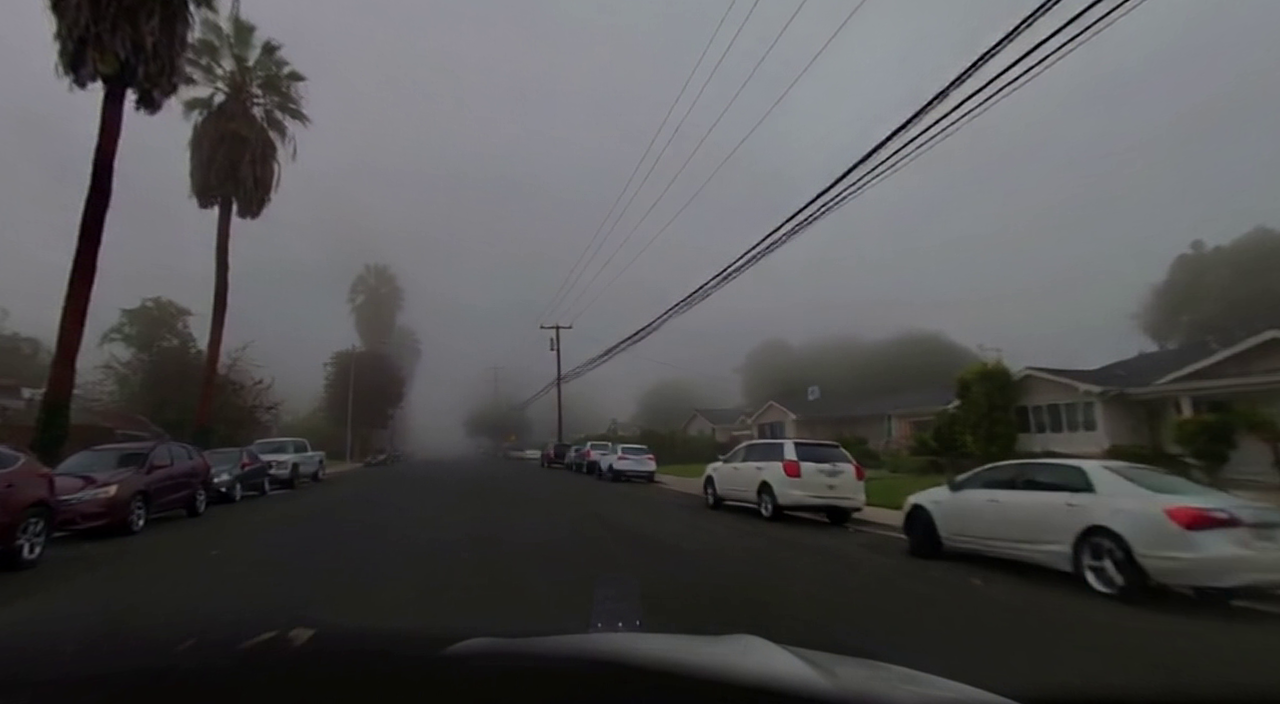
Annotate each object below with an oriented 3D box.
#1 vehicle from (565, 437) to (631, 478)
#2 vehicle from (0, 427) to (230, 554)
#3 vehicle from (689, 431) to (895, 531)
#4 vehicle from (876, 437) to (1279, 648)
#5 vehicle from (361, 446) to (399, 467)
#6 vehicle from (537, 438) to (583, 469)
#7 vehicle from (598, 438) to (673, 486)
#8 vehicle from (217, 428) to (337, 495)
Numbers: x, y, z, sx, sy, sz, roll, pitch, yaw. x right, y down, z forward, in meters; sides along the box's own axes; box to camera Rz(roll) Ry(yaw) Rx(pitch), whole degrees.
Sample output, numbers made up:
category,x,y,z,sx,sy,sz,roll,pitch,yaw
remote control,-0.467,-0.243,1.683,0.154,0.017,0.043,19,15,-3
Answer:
category,x,y,z,sx,sy,sz,roll,pitch,yaw
vehicle,-2.067,4.949,30.041,1.922,1.761,4.633,3,-9,-19
vehicle,-9.019,2.233,11.092,1.919,1.678,4.385,-1,-7,-17
vehicle,2.777,2.475,12.821,1.943,1.623,4.471,3,-9,-18
vehicle,4.688,1.651,6.689,1.786,1.437,4.448,2,-9,-15
vehicle,-19.633,7.844,47.855,2.013,1.483,4.645,2,-9,-15
vehicle,-5.262,6.539,40.852,2.115,1.826,4.871,3,-9,-17
vehicle,-0.278,4.206,24.512,1.894,1.675,4.294,2,-9,-14
vehicle,-12.220,3.698,21.772,2.300,1.943,5.744,2,-9,-17
